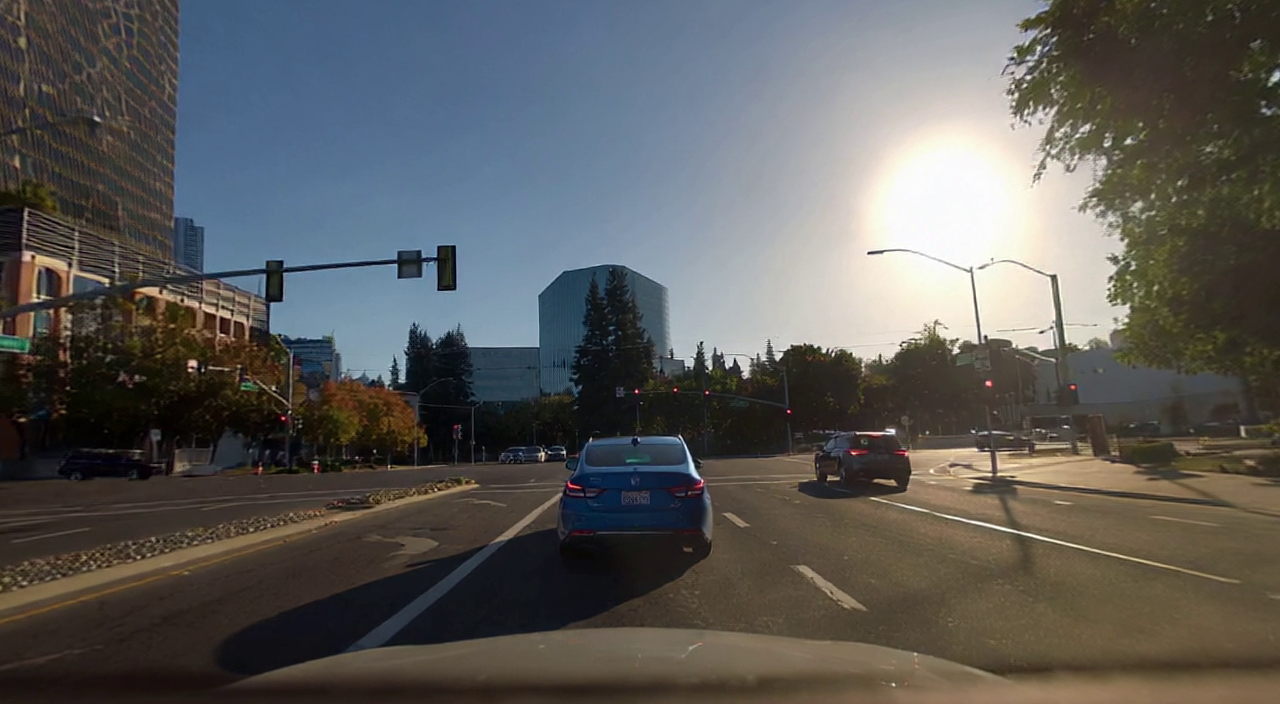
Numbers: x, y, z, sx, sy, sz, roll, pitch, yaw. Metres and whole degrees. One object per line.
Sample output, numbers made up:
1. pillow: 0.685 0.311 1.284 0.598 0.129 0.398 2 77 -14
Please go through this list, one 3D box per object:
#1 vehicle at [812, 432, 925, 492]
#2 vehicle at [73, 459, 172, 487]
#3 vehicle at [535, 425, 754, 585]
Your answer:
1. vehicle: 7.056 3.439 20.072 2.039 1.692 4.319 0 -8 1
2. vehicle: -32.390 7.556 39.638 4.401 1.625 1.863 0 -8 -4
3. vehicle: -0.016 1.763 8.146 2.070 1.488 4.206 0 -8 -2
